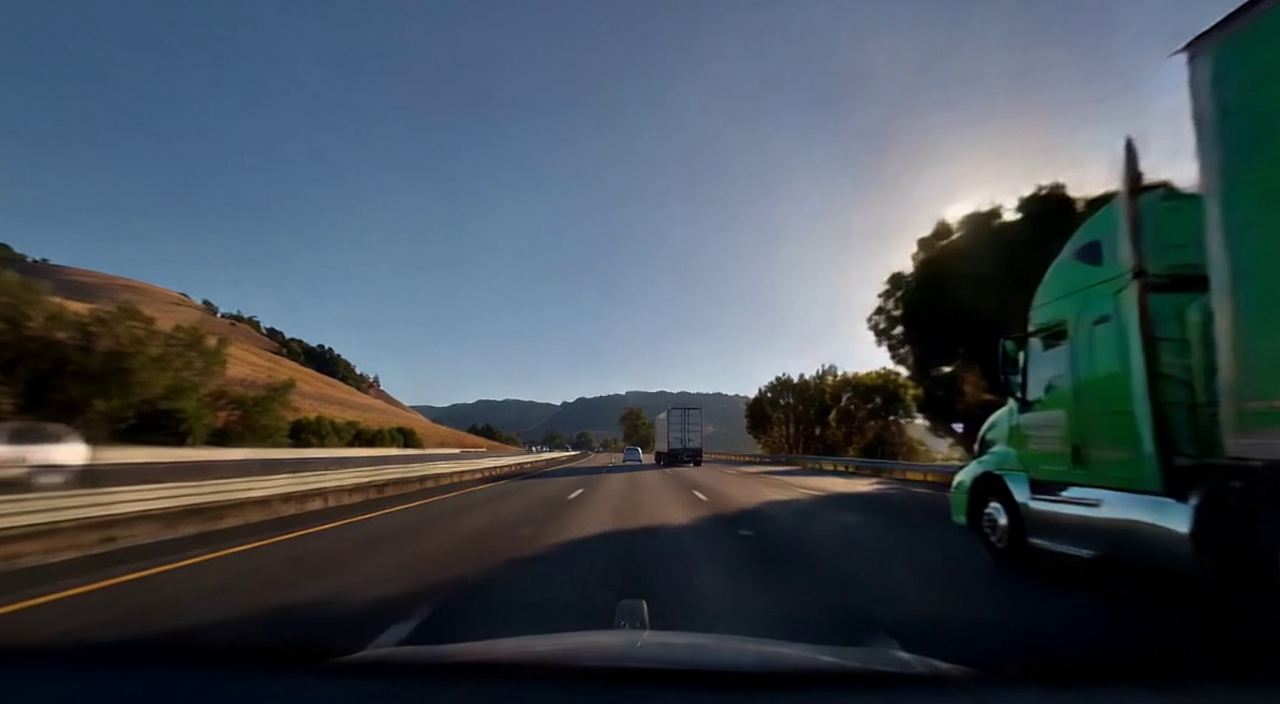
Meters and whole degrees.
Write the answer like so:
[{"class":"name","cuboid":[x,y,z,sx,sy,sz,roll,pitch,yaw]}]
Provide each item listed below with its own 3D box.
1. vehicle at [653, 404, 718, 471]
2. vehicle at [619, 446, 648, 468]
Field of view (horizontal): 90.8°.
[{"class":"vehicle","cuboid":[3.012,6.661,47.946,3.462,4.177,16.311,0,-9,-1]},{"class":"vehicle","cuboid":[-0.481,7.247,43.719,1.898,1.438,4.053,0,-9,-1]}]
